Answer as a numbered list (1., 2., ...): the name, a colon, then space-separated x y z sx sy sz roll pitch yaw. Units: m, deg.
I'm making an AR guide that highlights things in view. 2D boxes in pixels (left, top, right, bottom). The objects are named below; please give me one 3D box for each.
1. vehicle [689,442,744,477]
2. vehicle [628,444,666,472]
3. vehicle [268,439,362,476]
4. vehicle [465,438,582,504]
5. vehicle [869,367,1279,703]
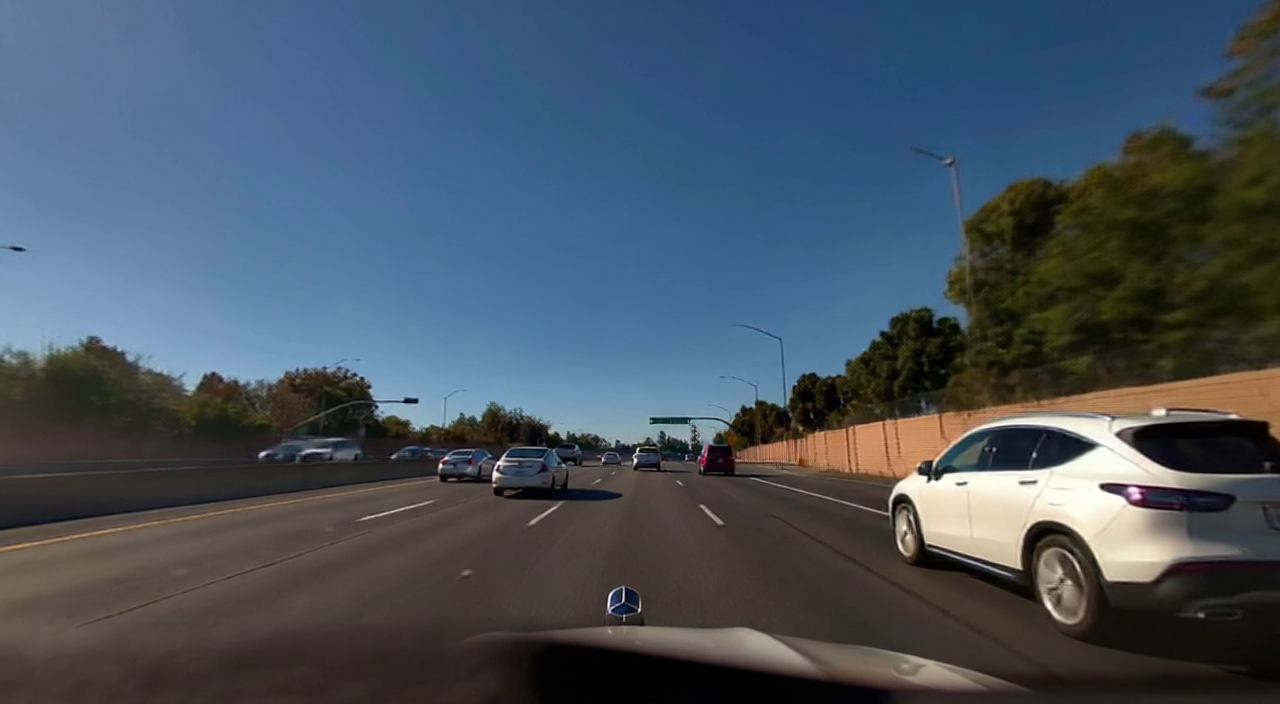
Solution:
1. vehicle: 3.943 5.620 33.337 2.320 1.735 4.408 0 -8 0
2. vehicle: 0.520 6.976 41.901 2.408 1.748 4.217 0 -8 3
3. vehicle: -15.768 5.124 30.965 2.032 1.616 4.579 0 -8 2
4. vehicle: -2.911 3.108 17.031 2.130 1.514 4.766 0 -8 1
5. vehicle: 3.729 1.250 5.053 2.029 1.716 4.545 0 -8 0
